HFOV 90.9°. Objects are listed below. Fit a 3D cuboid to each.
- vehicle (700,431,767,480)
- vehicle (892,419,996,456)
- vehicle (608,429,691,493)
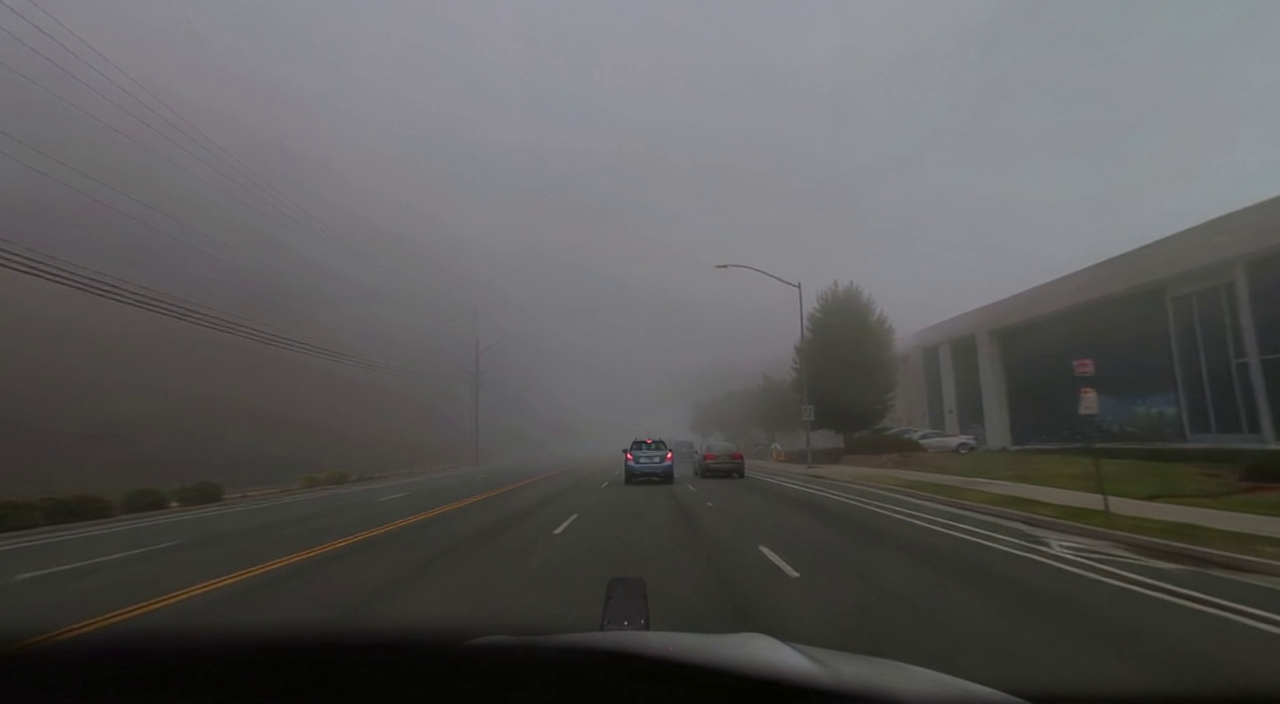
[{"bbox_3d":[3.504,3.994,24.428,1.914,1.698,4.049,0,-9,-1],"label":"vehicle"},{"bbox_3d":[15.924,4.524,33.145,4.366,1.701,1.965,-2,-9,-1],"label":"vehicle"},{"bbox_3d":[0.247,3.223,18.903,2.200,1.653,4.127,0,-9,0],"label":"vehicle"}]
